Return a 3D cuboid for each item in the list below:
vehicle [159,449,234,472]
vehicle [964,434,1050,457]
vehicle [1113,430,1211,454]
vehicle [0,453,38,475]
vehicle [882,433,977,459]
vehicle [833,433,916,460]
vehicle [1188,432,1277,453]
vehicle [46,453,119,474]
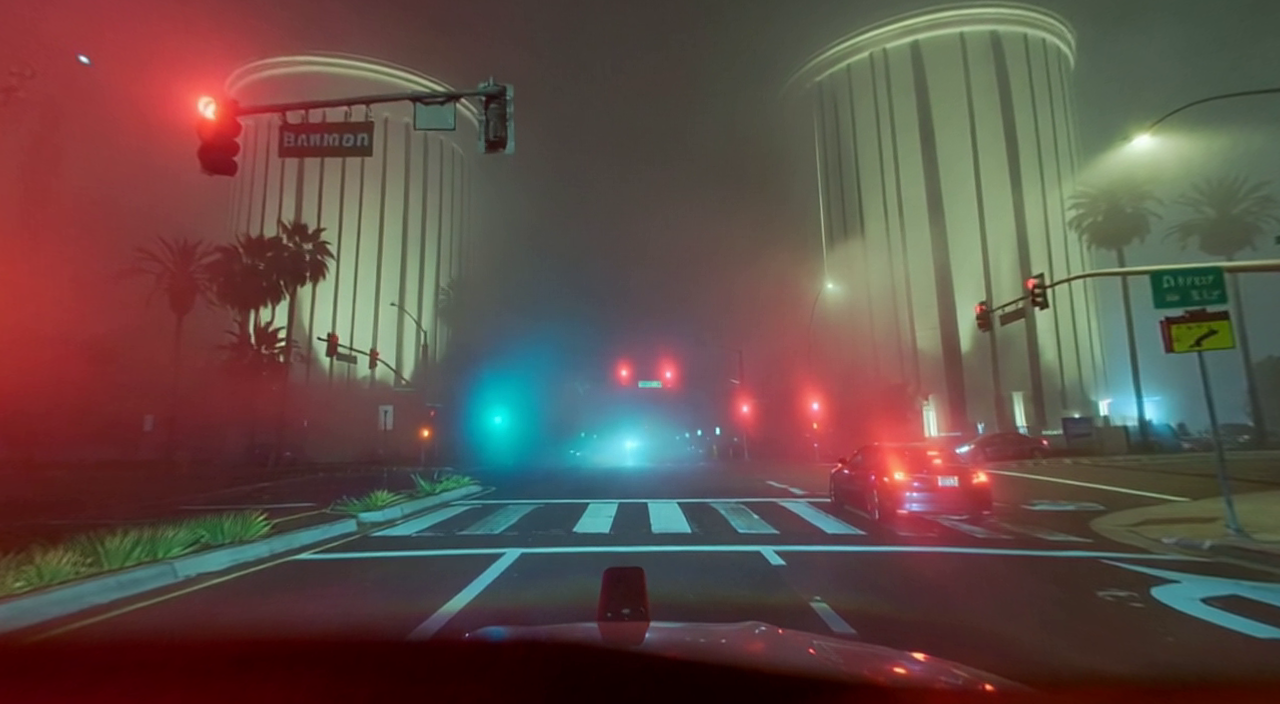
[{"bbox_3d":[-33.013,8.089,47.007,4.136,1.661,1.857,0,-8,1],"label":"vehicle"},{"bbox_3d":[23.689,6.040,40.768,4.423,1.465,1.798,0,-8,1],"label":"vehicle"},{"bbox_3d":[33.328,5.748,40.344,4.567,1.458,1.791,0,-8,2],"label":"vehicle"},{"bbox_3d":[-47.871,8.395,47.191,3.786,1.555,1.702,0,-8,2],"label":"vehicle"},{"bbox_3d":[17.070,5.578,37.290,4.684,1.461,1.777,0,-8,-1],"label":"vehicle"},{"bbox_3d":[15.189,6.153,41.017,4.648,1.665,1.910,0,-8,-1],"label":"vehicle"},{"bbox_3d":[42.279,6.483,45.040,4.437,1.469,1.811,0,-8,0],"label":"vehicle"},{"bbox_3d":[-41.565,8.293,47.054,3.698,1.467,1.779,0,-8,1],"label":"vehicle"}]
